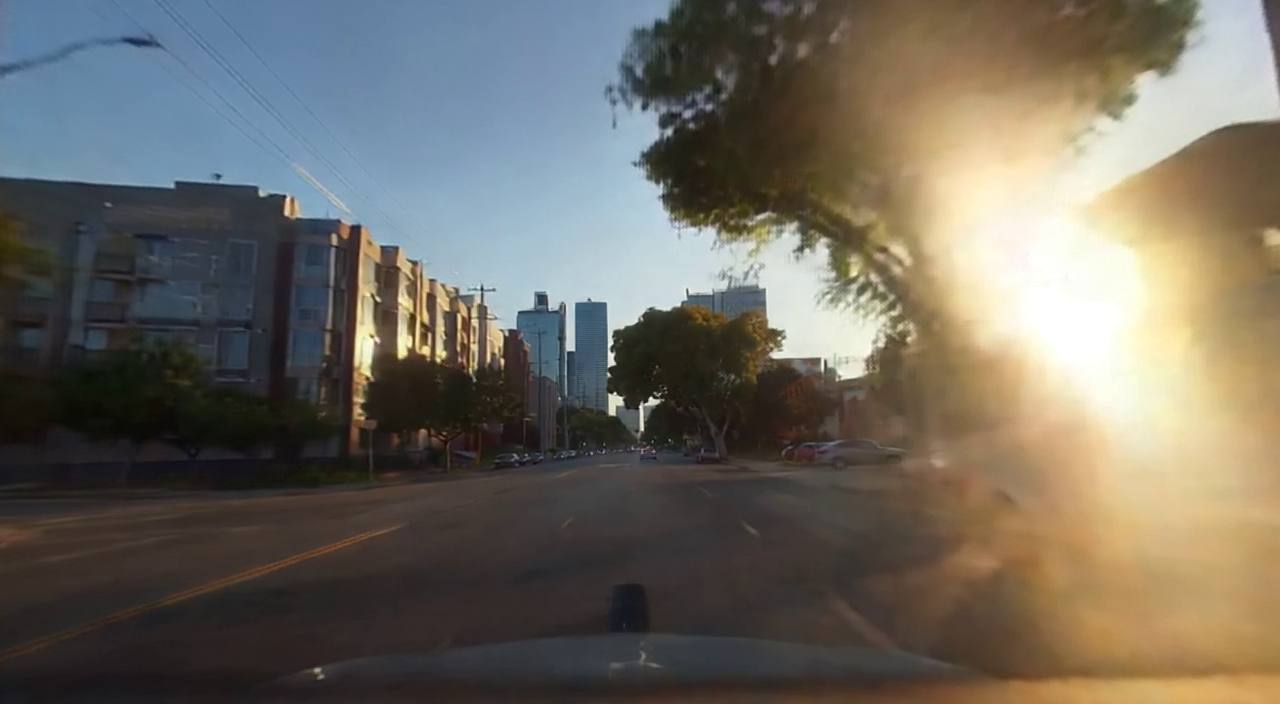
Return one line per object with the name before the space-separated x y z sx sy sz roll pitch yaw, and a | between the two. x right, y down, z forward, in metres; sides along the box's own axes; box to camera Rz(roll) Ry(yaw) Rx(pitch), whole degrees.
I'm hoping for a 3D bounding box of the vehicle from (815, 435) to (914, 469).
vehicle | 13.157 5.905 37.037 5.015 1.934 2.150 -1 -9 2
